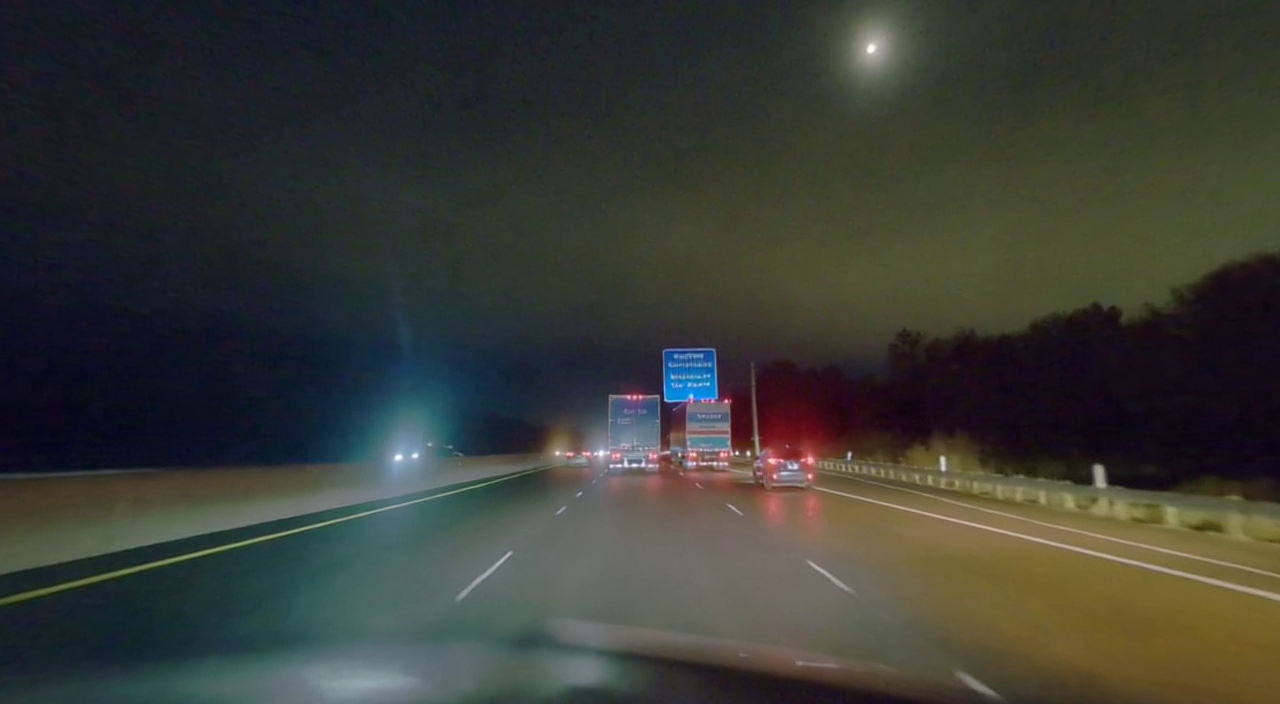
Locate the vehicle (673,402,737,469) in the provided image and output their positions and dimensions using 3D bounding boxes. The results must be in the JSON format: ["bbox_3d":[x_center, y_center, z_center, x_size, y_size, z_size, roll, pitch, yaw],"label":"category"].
[{"bbox_3d":[4.427,6.313,46.680,3.044,4.128,14.482,0,-9,-1],"label":"vehicle"}]

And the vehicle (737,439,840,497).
[{"bbox_3d":[4.411,3.529,19.631,2.086,1.530,4.808,0,-9,1],"label":"vehicle"}]

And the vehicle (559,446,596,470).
[{"bbox_3d":[-4.109,7.099,42.418,2.067,1.452,4.085,0,-9,0],"label":"vehicle"}]

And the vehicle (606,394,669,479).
[{"bbox_3d":[-0.185,4.540,33.447,2.864,3.805,9.709,0,-9,-1],"label":"vehicle"}]
